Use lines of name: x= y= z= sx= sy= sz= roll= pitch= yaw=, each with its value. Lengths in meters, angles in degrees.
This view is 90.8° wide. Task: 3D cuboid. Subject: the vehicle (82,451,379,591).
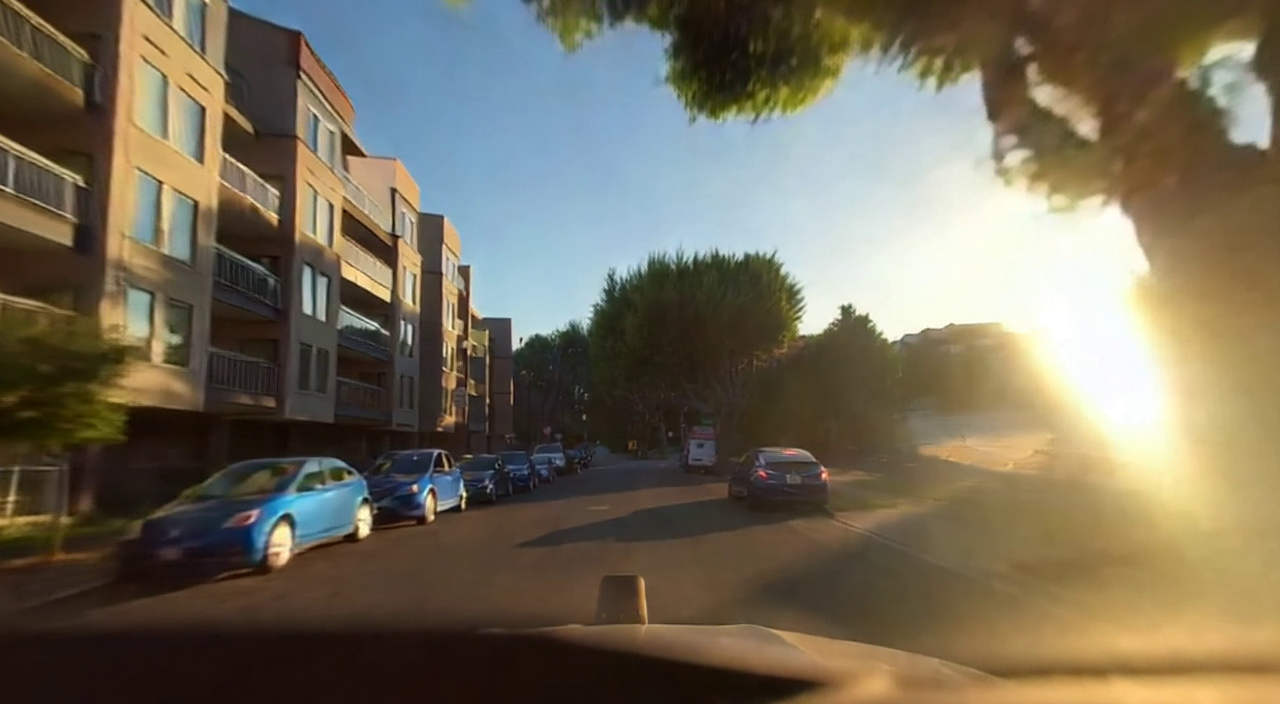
vehicle: x=-5.214 y=2.123 z=8.687 sx=1.722 sy=1.491 sz=3.431 roll=0 pitch=-9 yaw=0

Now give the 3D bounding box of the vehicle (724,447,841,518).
vehicle: x=3.329 y=3.116 z=15.623 sx=1.835 sy=1.490 sz=4.134 roll=0 pitch=-9 yaw=-1

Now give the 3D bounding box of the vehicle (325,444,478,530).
vehicle: x=-4.983 y=2.823 z=13.841 sx=1.782 sy=1.585 sz=3.962 roll=0 pitch=-9 yaw=0

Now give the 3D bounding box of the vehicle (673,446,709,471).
vehicle: x=3.501 y=7.433 z=44.239 sx=1.951 sy=1.654 sz=4.146 roll=1 pitch=-9 yaw=-3
